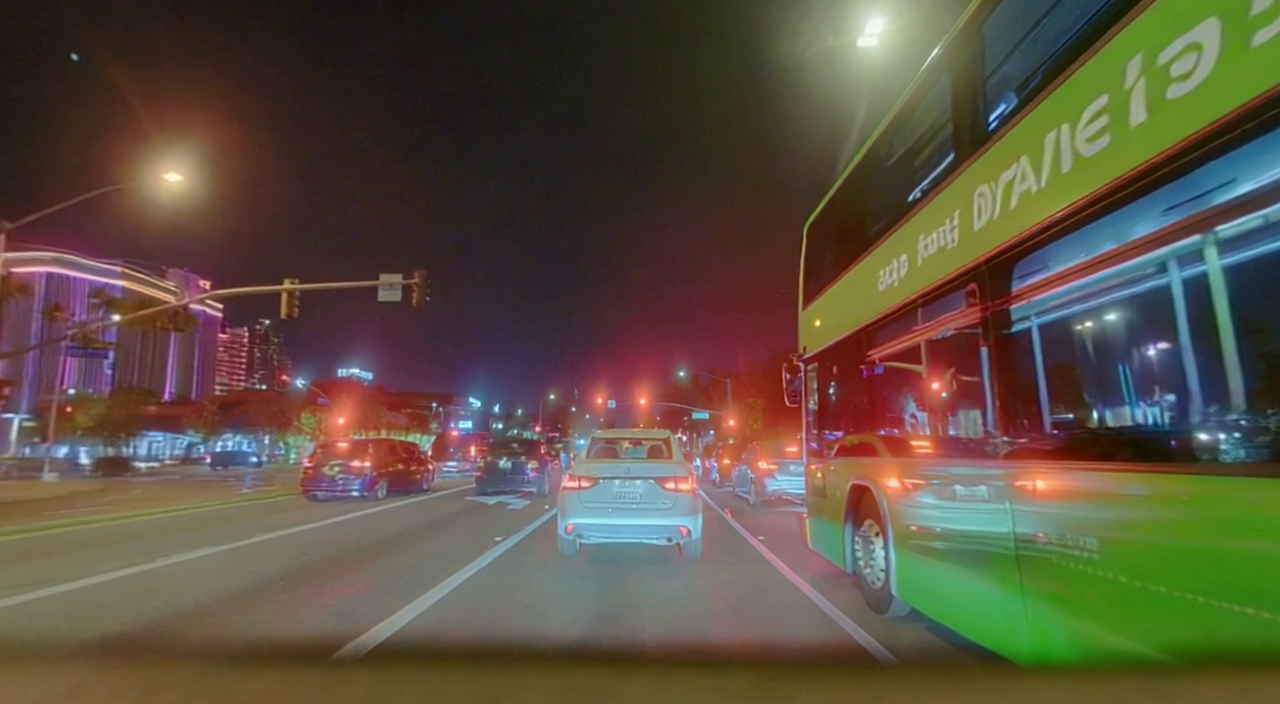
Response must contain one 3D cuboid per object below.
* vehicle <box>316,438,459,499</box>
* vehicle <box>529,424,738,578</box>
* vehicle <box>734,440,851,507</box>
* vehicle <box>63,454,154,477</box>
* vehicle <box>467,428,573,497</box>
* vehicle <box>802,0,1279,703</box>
[{"bbox_3d":[-6.914,3.228,17.987,1.927,1.480,4.832,0,-9,2],"label":"vehicle"},{"bbox_3d":[-0.079,1.769,8.234,2.060,1.499,3.831,0,-9,0],"label":"vehicle"},{"bbox_3d":[3.690,3.014,16.143,1.989,1.467,4.364,0,-9,1],"label":"vehicle"},{"bbox_3d":[-37.829,8.077,45.066,4.630,1.473,1.837,1,-9,-7],"label":"vehicle"},{"bbox_3d":[-3.267,3.123,18.131,2.020,1.721,4.366,-1,-9,2],"label":"vehicle"},{"bbox_3d":[3.548,-0.439,1.181,2.970,4.015,13.606,0,-9,0],"label":"vehicle"}]
